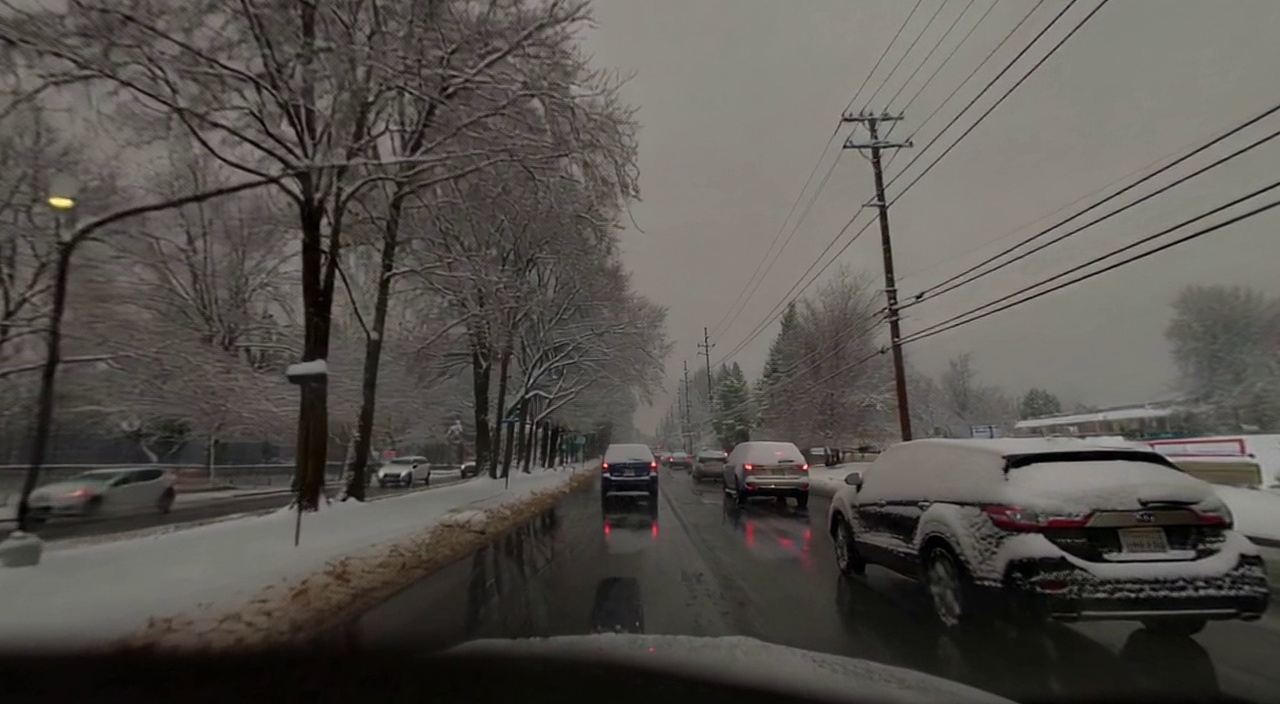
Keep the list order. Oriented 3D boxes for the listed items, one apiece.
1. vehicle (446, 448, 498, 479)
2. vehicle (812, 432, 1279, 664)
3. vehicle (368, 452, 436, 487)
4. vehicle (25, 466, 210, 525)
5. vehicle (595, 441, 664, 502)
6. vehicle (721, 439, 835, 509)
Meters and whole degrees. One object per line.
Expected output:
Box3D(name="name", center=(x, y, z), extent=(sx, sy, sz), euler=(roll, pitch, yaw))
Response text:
Box3D(name="vehicle", center=(-12.343, 8.188, 46.901), extent=(2.223, 2.091, 6.044), euler=(-1, -8, -1))
Box3D(name="vehicle", center=(3.423, 1.606, 6.435), extent=(1.977, 1.460, 4.565), euler=(0, -8, -1))
Box3D(name="vehicle", center=(-16.048, 7.908, 43.003), extent=(2.258, 2.072, 5.695), euler=(-1, -8, 1))
Box3D(name="vehicle", center=(-16.176, 4.420, 19.968), extent=(1.973, 1.457, 4.564), euler=(-1, -8, 0))
Box3D(name="vehicle", center=(-0.318, 3.814, 20.614), extent=(2.050, 1.745, 3.915), euler=(-1, -8, 0))
Box3D(name="vehicle", center=(3.795, 3.444, 18.363), extent=(2.116, 1.726, 4.672), euler=(0, -8, -1))
